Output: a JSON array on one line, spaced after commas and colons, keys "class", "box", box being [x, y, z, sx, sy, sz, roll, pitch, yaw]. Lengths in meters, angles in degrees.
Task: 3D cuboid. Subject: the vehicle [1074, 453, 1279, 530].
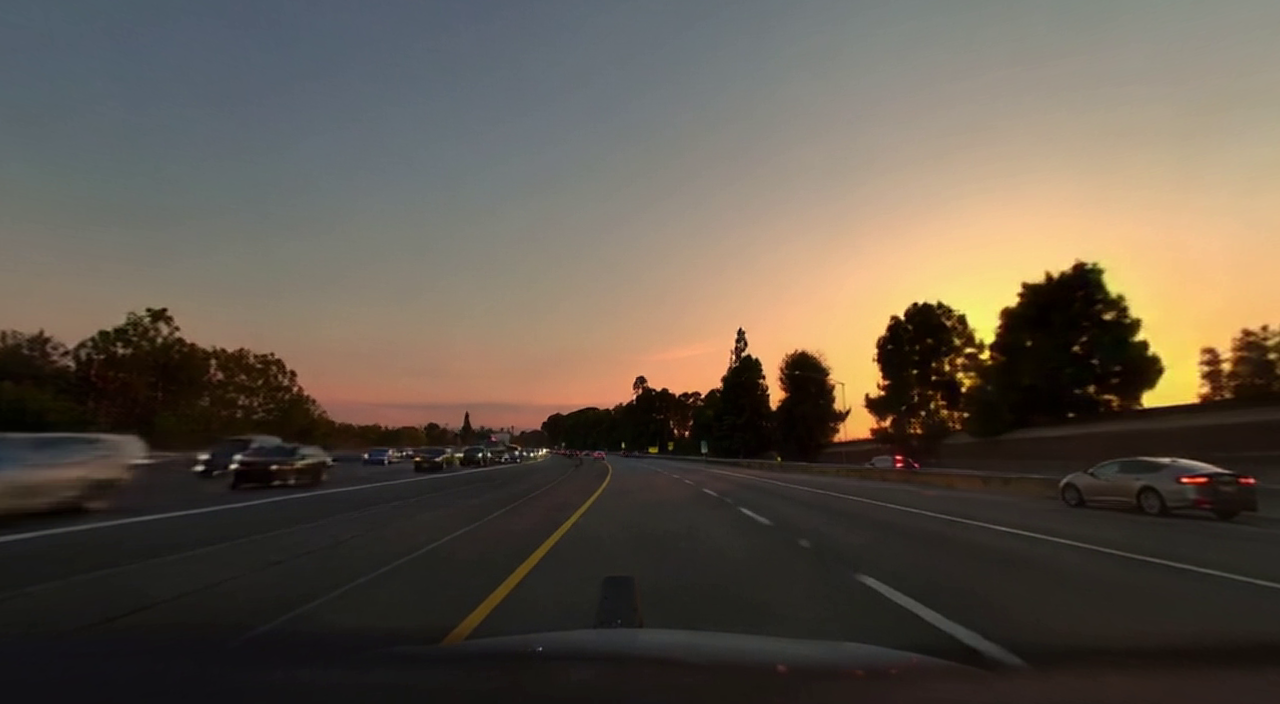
[{"class": "vehicle", "box": [13.345, 3.281, 15.412, 1.941, 1.536, 4.585, 0, -9, -1]}]

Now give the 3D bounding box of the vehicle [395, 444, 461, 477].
[{"class": "vehicle", "box": [-10.775, 5.546, 32.281, 1.946, 1.519, 4.791, 0, -9, -3]}]

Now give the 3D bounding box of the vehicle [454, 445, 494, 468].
[{"class": "vehicle", "box": [-11.852, 7.468, 44.884, 1.924, 1.579, 4.165, 0, -9, -3]}]

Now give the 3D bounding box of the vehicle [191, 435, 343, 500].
[{"class": "vehicle", "box": [-9.803, 3.055, 16.872, 1.832, 1.507, 3.859, 0, -9, -3]}]

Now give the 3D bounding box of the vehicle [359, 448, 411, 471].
[{"class": "vehicle", "box": [-17.450, 7.368, 43.151, 1.872, 1.472, 4.677, 0, -9, -4]}]
